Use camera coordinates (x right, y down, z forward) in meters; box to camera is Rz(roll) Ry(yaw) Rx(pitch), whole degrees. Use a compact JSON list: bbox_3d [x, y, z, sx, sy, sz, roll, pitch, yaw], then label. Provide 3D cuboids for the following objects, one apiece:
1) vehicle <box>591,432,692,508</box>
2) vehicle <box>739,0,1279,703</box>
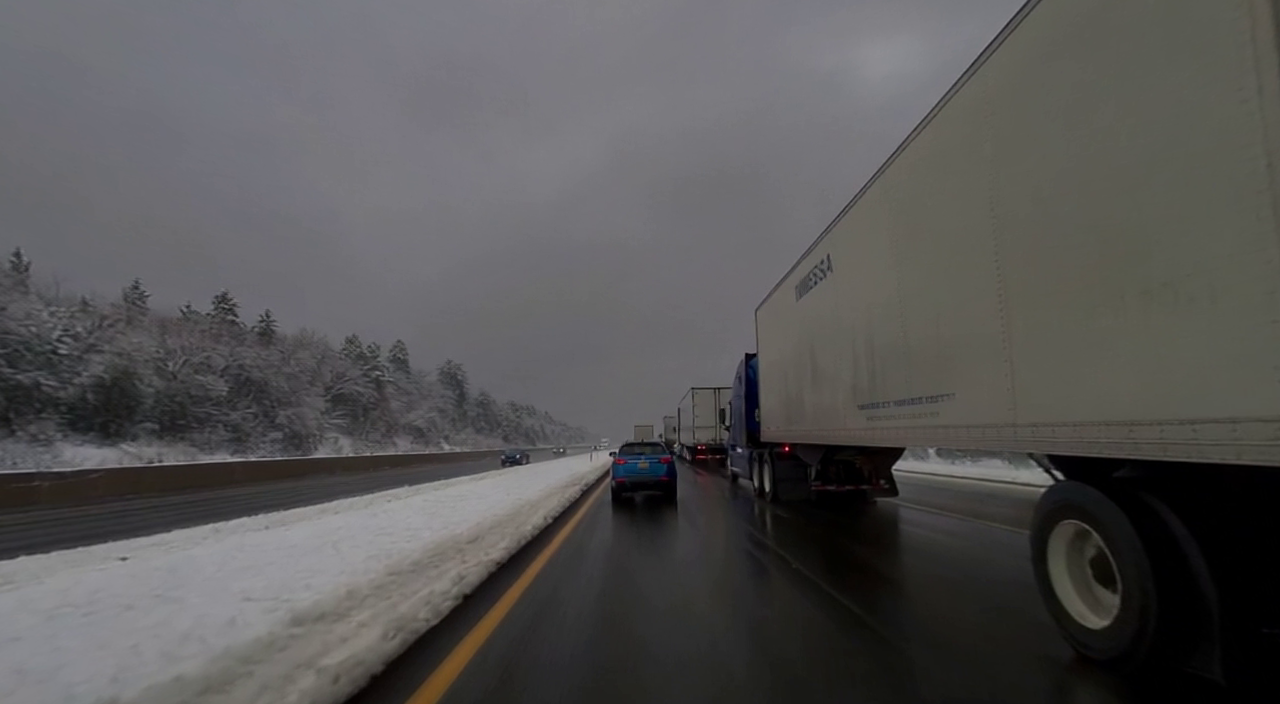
[{"bbox_3d":[0.022,2.673,14.733,2.045,1.507,3.763,-1,-8,0],"label":"vehicle"},{"bbox_3d":[4.425,0.395,9.133,3.410,4.438,14.410,-1,-8,-1],"label":"vehicle"}]
